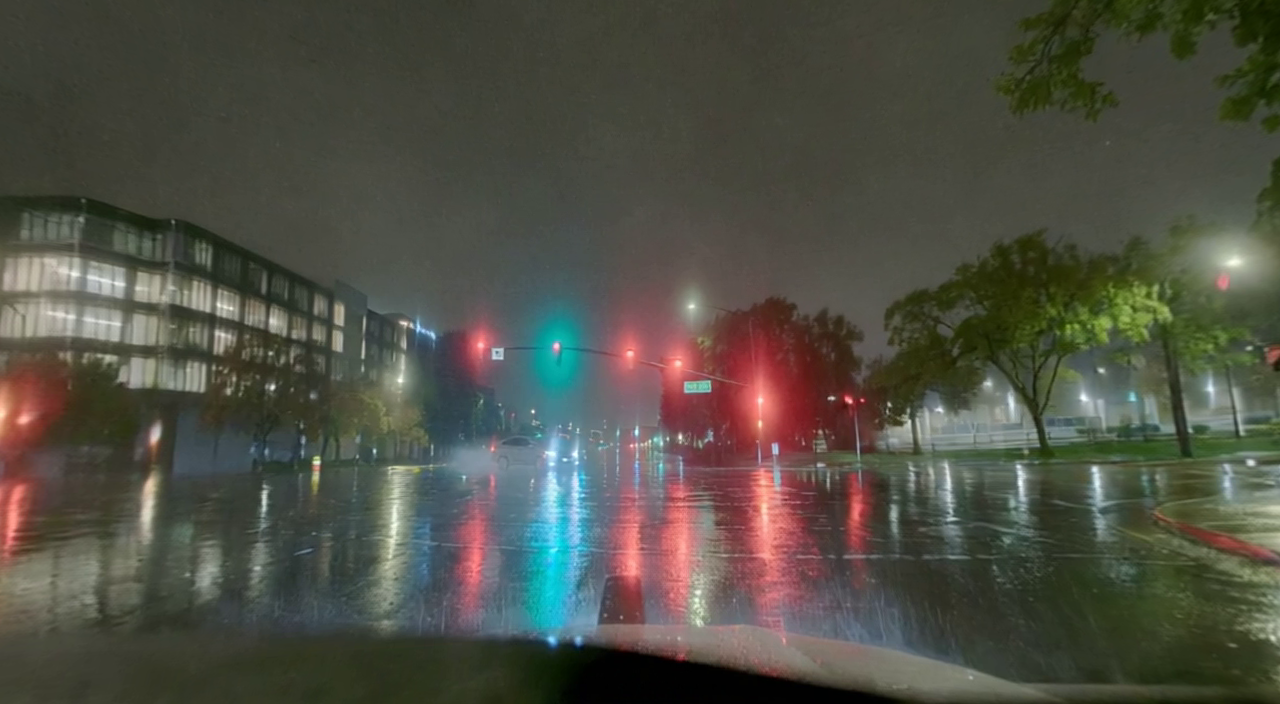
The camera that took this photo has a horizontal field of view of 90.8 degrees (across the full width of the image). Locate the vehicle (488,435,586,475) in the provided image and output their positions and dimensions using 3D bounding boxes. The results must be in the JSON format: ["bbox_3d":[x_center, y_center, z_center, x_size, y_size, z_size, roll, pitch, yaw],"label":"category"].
[{"bbox_3d":[-5.307,5.191,32.085,5.357,1.814,2.141,-8,-12,44],"label":"vehicle"}]
